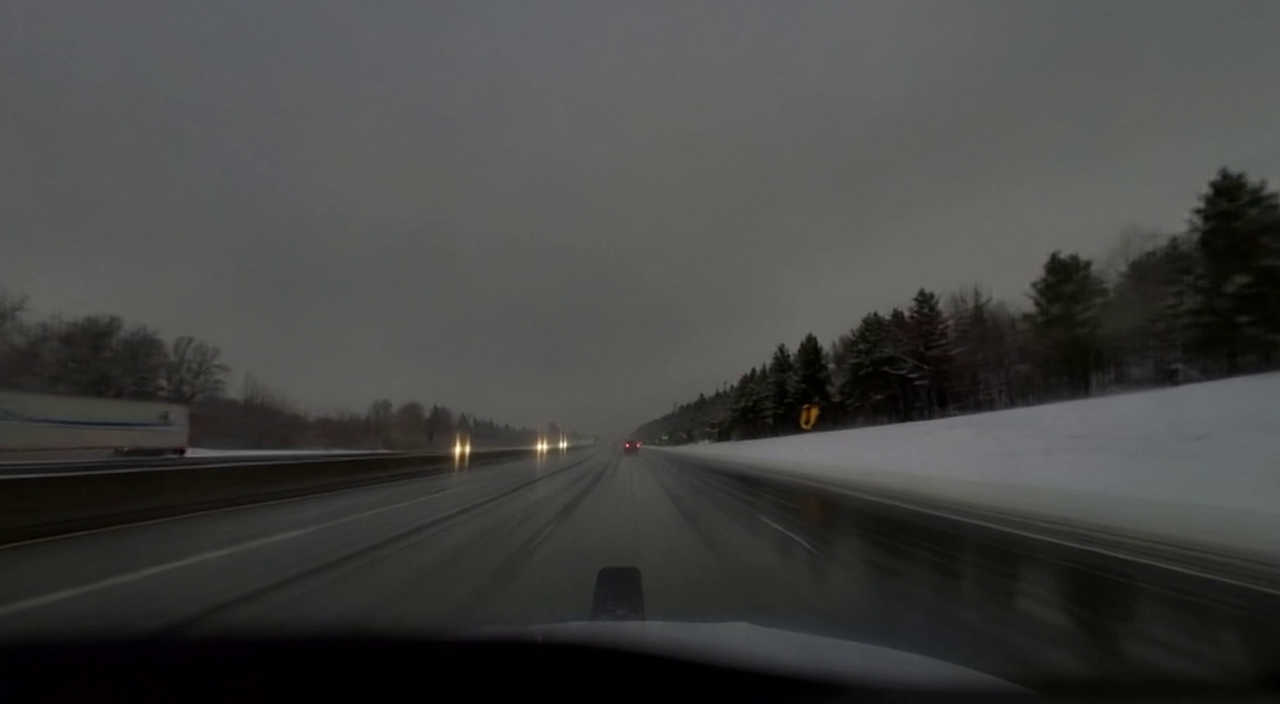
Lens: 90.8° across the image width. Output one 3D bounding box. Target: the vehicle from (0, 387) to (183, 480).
[{"bbox_3d":[-30.263,4.279,32.270,2.921,4.130,14.945,2,-9,-2],"label":"vehicle"}]
